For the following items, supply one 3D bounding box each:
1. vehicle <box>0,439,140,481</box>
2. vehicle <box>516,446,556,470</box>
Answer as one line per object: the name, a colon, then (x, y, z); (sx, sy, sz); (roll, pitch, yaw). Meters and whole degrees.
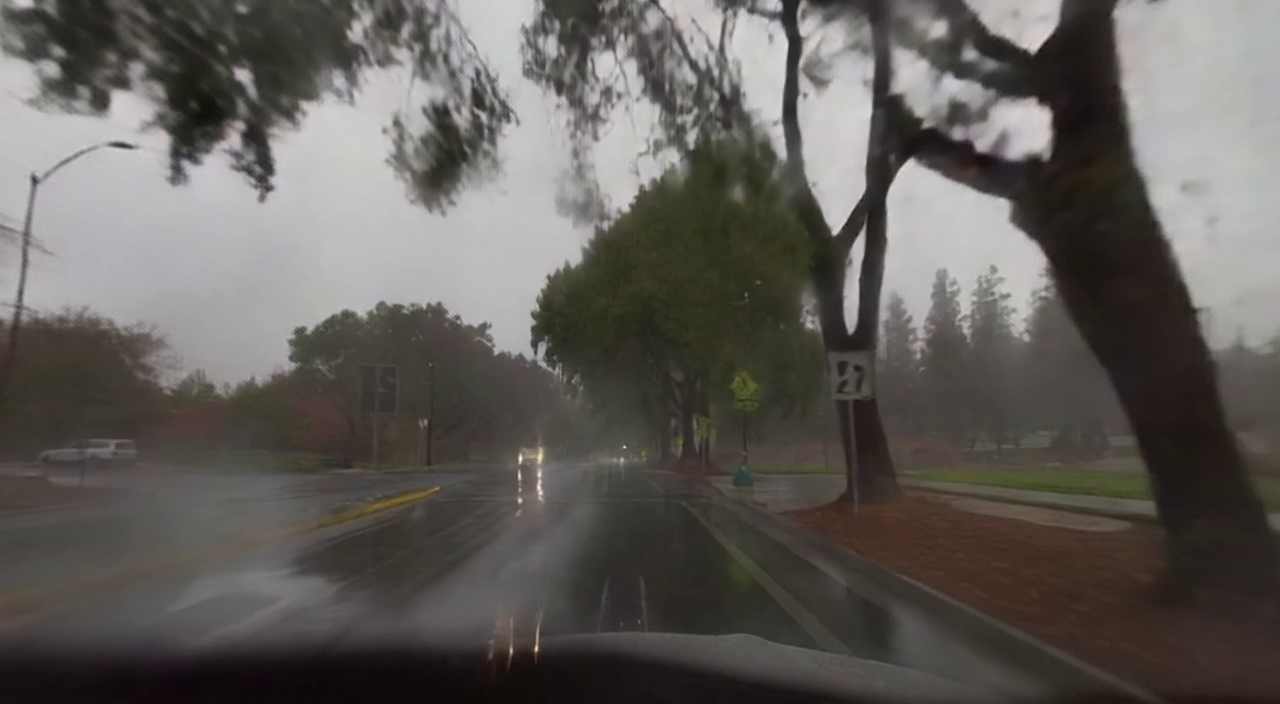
vehicle: (-22.189, 4.105, 24.178); (4.534, 1.488, 1.930); (-1, -8, 3)
vehicle: (-7.889, 8.068, 48.268); (2.036, 1.686, 4.780); (-1, -8, 2)
